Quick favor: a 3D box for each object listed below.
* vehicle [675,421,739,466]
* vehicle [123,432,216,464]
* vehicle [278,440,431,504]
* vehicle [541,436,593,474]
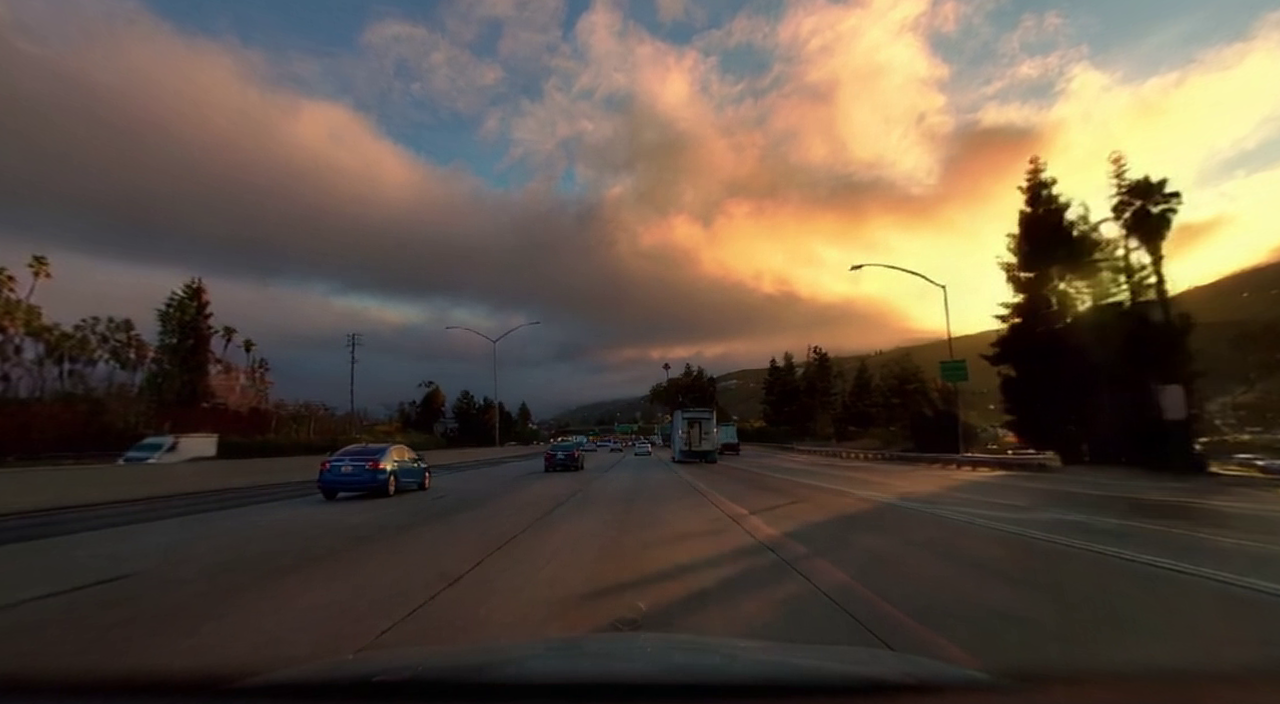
[{"bbox_3d":[4.278,6.447,44.048,2.891,2.596,15.534,0,-9,0],"label":"vehicle"},{"bbox_3d":[-35.778,7.356,48.146,2.513,2.308,5.702,0,-9,2],"label":"vehicle"},{"bbox_3d":[-7.455,3.163,17.034,2.050,1.487,4.372,0,-9,0],"label":"vehicle"},{"bbox_3d":[-3.488,5.034,30.909,2.017,1.683,4.094,0,-9,0],"label":"vehicle"}]
